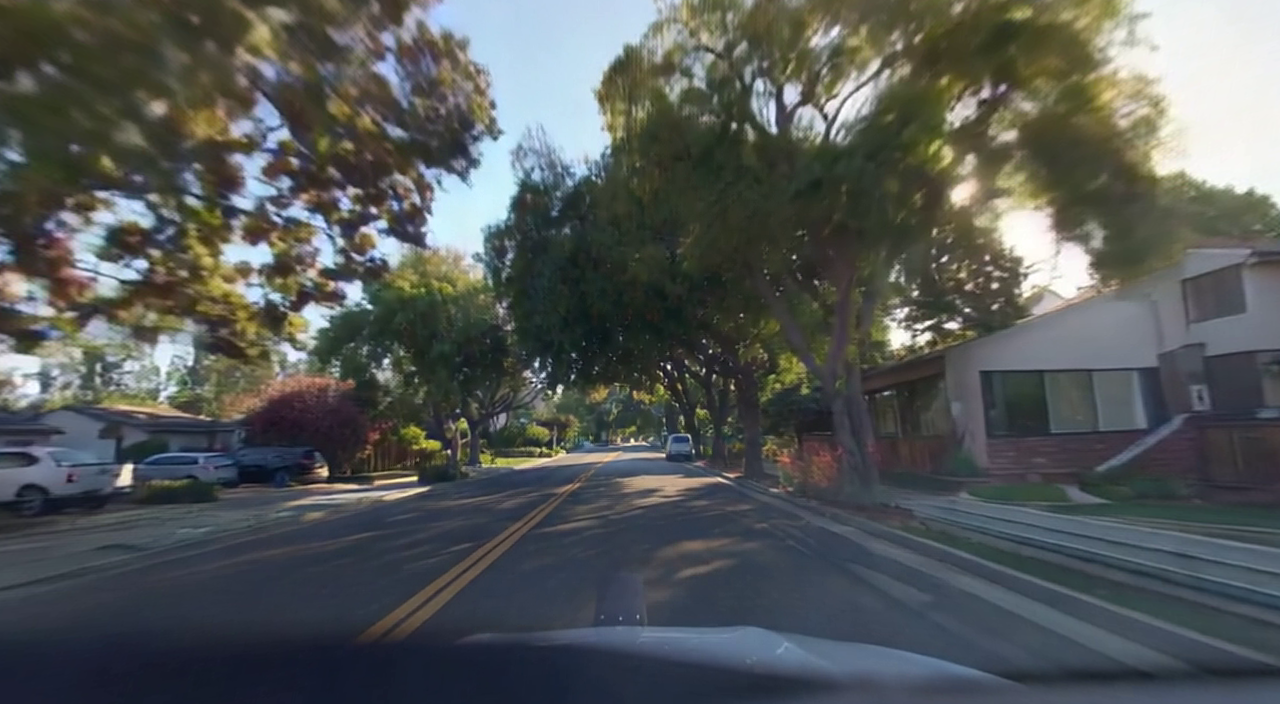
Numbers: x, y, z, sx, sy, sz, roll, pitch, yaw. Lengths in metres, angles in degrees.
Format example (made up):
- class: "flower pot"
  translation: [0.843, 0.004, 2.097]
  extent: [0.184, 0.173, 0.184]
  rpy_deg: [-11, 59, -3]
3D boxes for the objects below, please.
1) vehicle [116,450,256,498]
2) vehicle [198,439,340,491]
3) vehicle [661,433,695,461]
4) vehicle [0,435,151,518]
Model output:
- class: "vehicle"
  translation: [-15.528, 4.094, 21.601]
  extent: [4.273, 1.459, 2.000]
  rpy_deg: [-4, -9, 26]
- class: "vehicle"
  translation: [-14.381, 4.320, 24.435]
  extent: [5.275, 1.807, 2.279]
  rpy_deg: [-5, -9, 29]
- class: "vehicle"
  translation: [2.669, 6.746, 45.083]
  extent: [2.125, 1.861, 4.564]
  rpy_deg: [0, -8, 0]
- class: "vehicle"
  translation: [-14.980, 2.917, 15.001]
  extent: [2.066, 1.852, 4.782]
  rpy_deg: [-6, -10, 33]
